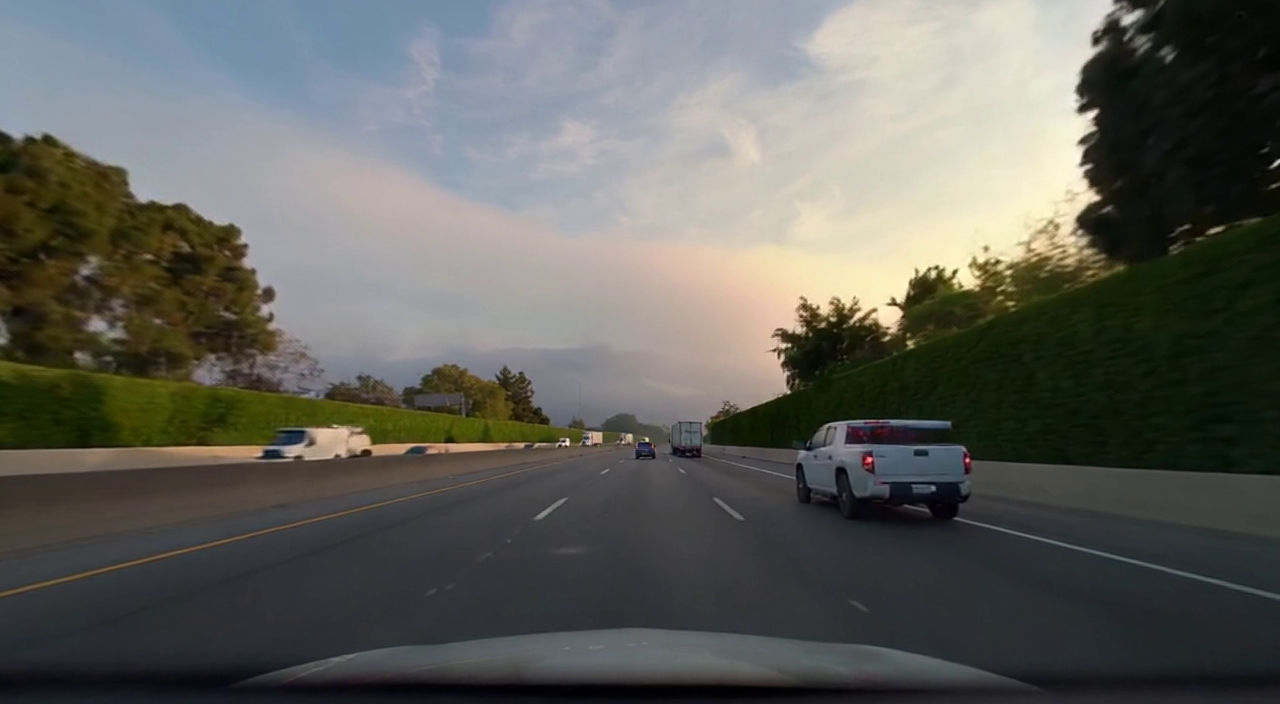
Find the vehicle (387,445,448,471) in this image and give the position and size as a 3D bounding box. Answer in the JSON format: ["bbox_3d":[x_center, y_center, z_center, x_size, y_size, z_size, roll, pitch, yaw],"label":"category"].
[{"bbox_3d":[-12.820,6.133,36.619,1.884,1.414,4.559,0,-8,0],"label":"vehicle"}]

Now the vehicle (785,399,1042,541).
[{"bbox_3d":[4.380,2.008,11.362,2.209,1.943,5.262,0,-8,0],"label":"vehicle"}]

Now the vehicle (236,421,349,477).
[{"bbox_3d":[-17.159,4.844,31.577,2.272,2.546,5.794,0,-8,1],"label":"vehicle"}]
